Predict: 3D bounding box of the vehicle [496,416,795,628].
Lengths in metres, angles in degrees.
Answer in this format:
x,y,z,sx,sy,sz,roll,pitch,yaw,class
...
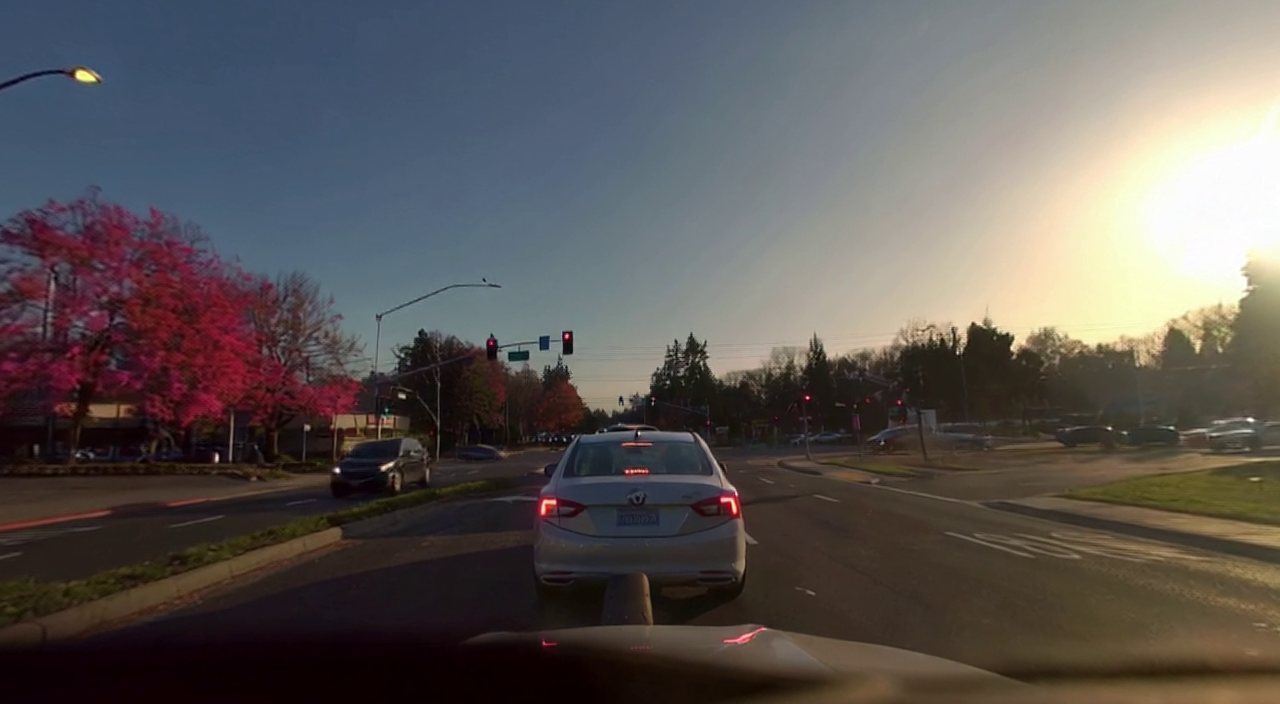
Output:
x,y,z,sx,sy,sz,roll,pitch,yaw,class
0.019,1.494,6.558,2.112,1.482,4.057,0,-8,-1,vehicle

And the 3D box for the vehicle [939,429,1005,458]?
x,y,z,sx,sy,sz,roll,pitch,yaw,class
18.382,5.057,34.862,2.053,1.495,4.091,-8,-11,44,vehicle

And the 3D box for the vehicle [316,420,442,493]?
x,y,z,sx,sy,sz,roll,pitch,yaw,class
-8.372,3.393,20.868,2.378,2.084,5.225,1,-8,-6,vehicle

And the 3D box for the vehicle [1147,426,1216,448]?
x,y,z,sx,sy,sz,roll,pitch,yaw,class
40.979,6.447,47.745,3.573,1.432,1.604,-3,-7,1,vehicle

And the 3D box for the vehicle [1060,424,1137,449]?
x,y,z,sx,sy,sz,roll,pitch,yaw,class
34.784,6.438,47.870,4.294,1.557,1.744,-4,-7,1,vehicle

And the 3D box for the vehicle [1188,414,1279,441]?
x,y,z,sx,sy,sz,roll,pitch,yaw,class
36.318,4.657,38.474,1.848,1.581,4.475,-1,-8,3,vehicle
